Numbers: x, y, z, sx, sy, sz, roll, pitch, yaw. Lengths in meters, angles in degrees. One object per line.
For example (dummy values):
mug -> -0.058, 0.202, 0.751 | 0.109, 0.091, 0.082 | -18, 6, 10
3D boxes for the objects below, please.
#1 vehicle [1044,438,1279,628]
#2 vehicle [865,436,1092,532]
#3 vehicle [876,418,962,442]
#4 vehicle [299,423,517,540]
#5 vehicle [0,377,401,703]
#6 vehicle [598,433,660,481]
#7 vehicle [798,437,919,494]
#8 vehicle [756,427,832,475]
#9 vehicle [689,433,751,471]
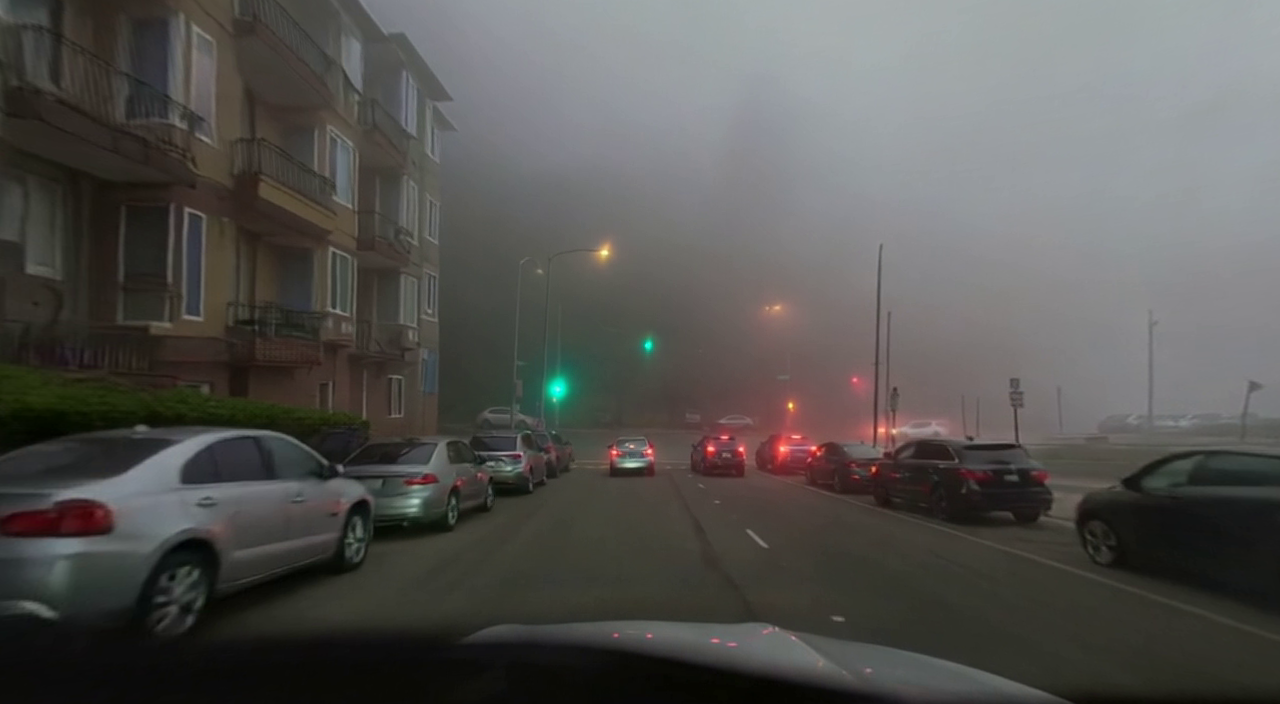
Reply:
vehicle -> 6.165, 1.556, 5.744 | 1.980, 1.518, 4.526 | 0, -8, 0
vehicle -> 6.116, 2.410, 12.135 | 1.938, 1.487, 4.371 | 0, -8, 0
vehicle -> 18.460, 5.228, 41.875 | 4.738, 1.537, 1.960 | -1, -9, 3
vehicle -> -3.449, 2.013, 10.452 | 1.869, 1.491, 4.458 | 0, -8, 1
vehicle -> -3.714, 1.240, 5.220 | 1.831, 1.650, 3.852 | 0, -8, 2
vehicle -> -0.325, 3.532, 21.499 | 1.923, 1.460, 3.923 | 0, -8, 0
vehicle -> 6.193, 3.265, 18.508 | 1.962, 1.438, 4.440 | 0, -8, 0
vehicle -> 6.188, 4.044, 25.877 | 1.999, 1.752, 4.502 | 0, -8, 0
vehicle -> 3.250, 4.193, 26.649 | 2.055, 1.450, 4.676 | 0, -8, 1
